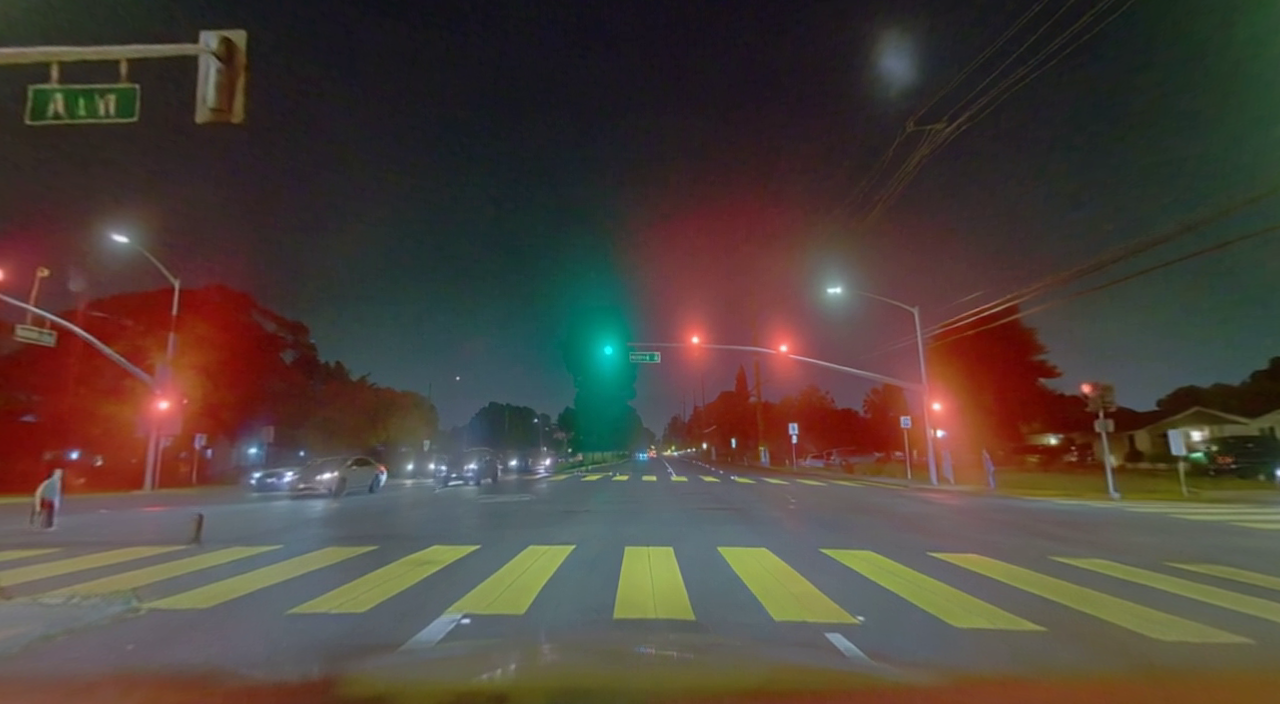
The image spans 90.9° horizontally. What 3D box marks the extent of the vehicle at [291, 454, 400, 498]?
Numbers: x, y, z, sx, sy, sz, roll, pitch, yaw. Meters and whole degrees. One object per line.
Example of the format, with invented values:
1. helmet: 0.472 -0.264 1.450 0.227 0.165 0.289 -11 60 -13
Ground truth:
1. vehicle: -10.991 4.630 23.936 2.007 1.451 4.242 0 -8 1

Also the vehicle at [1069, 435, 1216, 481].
1. vehicle: 25.310 5.336 32.076 2.177 2.086 5.514 2 -9 -13

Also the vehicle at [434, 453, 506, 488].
1. vehicle: -7.712 5.383 29.029 1.958 1.415 4.312 -1 -8 2

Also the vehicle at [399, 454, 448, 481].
1. vehicle: -13.916 7.449 40.757 1.783 1.592 3.978 0 -8 0
